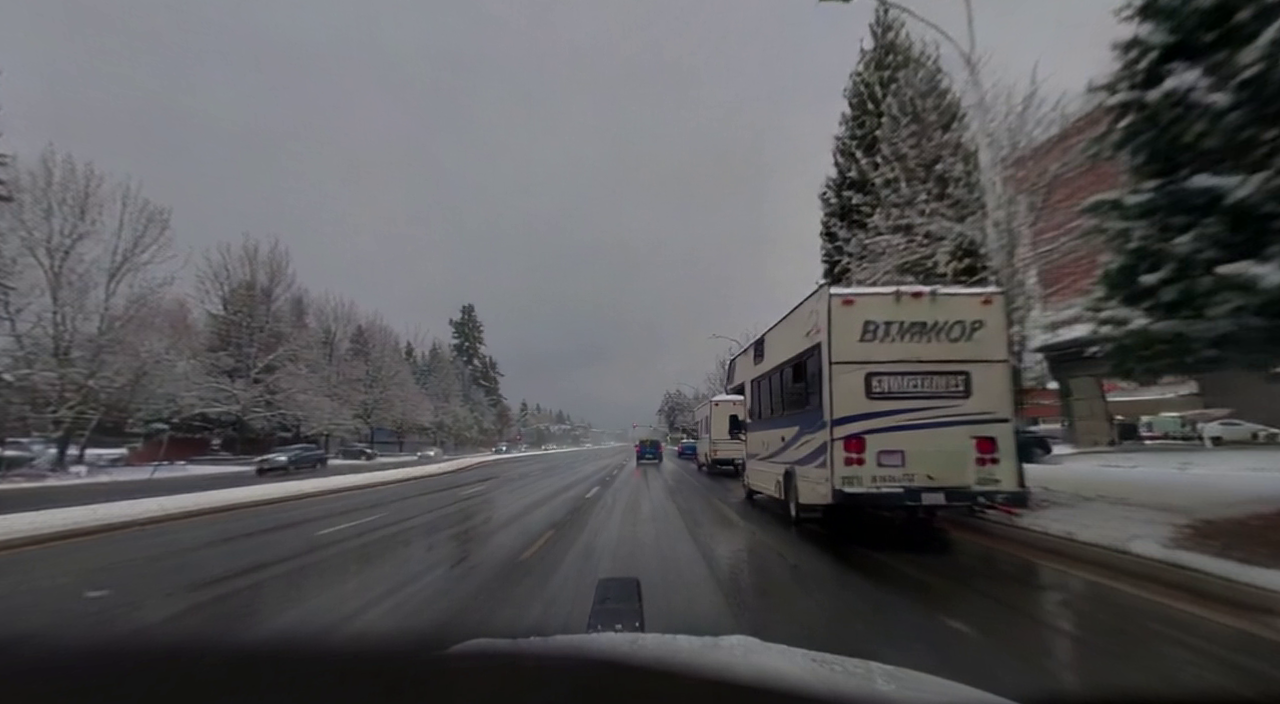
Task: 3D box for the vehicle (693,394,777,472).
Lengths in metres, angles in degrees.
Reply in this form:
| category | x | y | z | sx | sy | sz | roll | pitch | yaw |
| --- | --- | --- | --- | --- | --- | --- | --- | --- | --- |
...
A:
| category | x | y | z | sx | sy | sz | roll | pitch | yaw |
| --- | --- | --- | --- | --- | --- | --- | --- | --- | --- |
| vehicle | 4.321 | 4.032 | 30.592 | 2.924 | 3.250 | 7.780 | -1 | -9 | 1 |

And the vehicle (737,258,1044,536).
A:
| category | x | y | z | sx | sy | sz | roll | pitch | yaw |
| --- | --- | --- | --- | --- | --- | --- | --- | --- | --- |
| vehicle | 4.111 | 1.194 | 13.094 | 2.896 | 3.921 | 8.415 | 0 | -9 | 1 |

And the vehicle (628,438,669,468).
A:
| category | x | y | z | sx | sy | sz | roll | pitch | yaw |
| --- | --- | --- | --- | --- | --- | --- | --- | --- | --- |
| vehicle | 0.430 | 5.527 | 34.841 | 2.103 | 1.506 | 4.742 | 0 | -8 | 0 |

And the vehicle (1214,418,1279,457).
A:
| category | x | y | z | sx | sy | sz | roll | pitch | yaw |
| --- | --- | --- | --- | --- | --- | --- | --- | --- | --- |
| vehicle | 25.987 | 3.537 | 26.007 | 4.328 | 1.475 | 1.918 | 4 | -10 | -27 |

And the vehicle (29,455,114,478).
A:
| category | x | y | z | sx | sy | sz | roll | pitch | yaw |
| --- | --- | --- | --- | --- | --- | --- | --- | --- | --- |
| vehicle | -39.314 | 7.918 | 43.845 | 1.756 | 1.470 | 4.454 | 0 | -9 | -1 |

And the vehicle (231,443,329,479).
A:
| category | x | y | z | sx | sy | sz | roll | pitch | yaw |
| --- | --- | --- | --- | --- | --- | --- | --- | --- | --- |
| vehicle | -17.335 | 5.253 | 30.719 | 2.067 | 1.578 | 4.457 | 0 | -9 | 1 |

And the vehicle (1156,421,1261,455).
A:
| category | x | y | z | sx | sy | sz | roll | pitch | yaw |
| --- | --- | --- | --- | --- | --- | --- | --- | --- | --- |
| vehicle | 26.163 | 3.960 | 29.059 | 4.362 | 1.481 | 1.766 | 3 | -9 | -23 |
